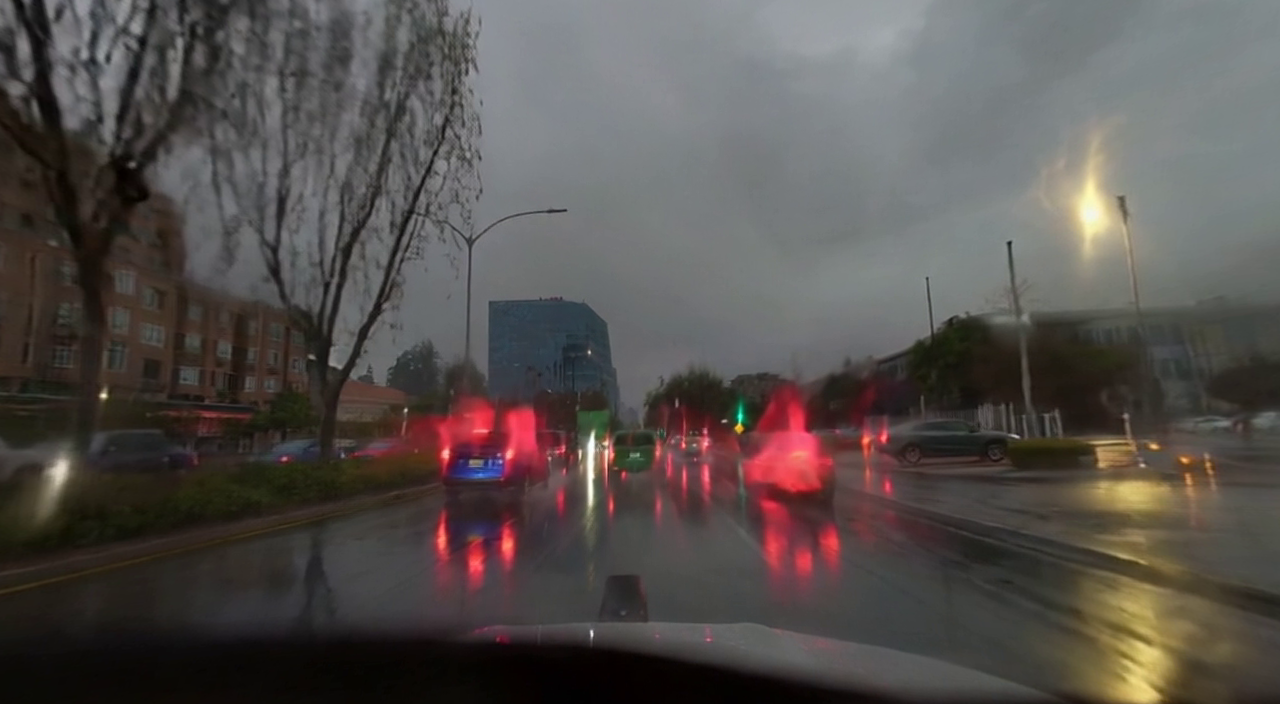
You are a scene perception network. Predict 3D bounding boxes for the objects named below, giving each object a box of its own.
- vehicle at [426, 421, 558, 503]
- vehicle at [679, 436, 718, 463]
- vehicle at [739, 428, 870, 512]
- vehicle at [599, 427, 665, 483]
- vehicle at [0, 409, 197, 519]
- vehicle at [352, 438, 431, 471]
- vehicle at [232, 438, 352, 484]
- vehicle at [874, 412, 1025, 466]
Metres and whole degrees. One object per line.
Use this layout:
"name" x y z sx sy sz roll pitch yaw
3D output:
"vehicle" -3.399 2.634 15.428 2.047 1.710 4.314 0 -8 2
"vehicle" 3.352 5.678 36.671 1.948 1.475 4.093 0 -8 0
"vehicle" 3.411 2.516 13.824 1.847 1.554 3.885 0 -8 1
"vehicle" -0.201 3.483 21.484 2.022 1.700 4.084 0 -8 1
"vehicle" -12.292 2.243 12.861 2.245 1.908 5.613 0 -8 1
"vehicle" -12.180 5.055 31.136 1.924 1.511 4.640 0 -8 1
"vehicle" -12.380 3.889 22.712 1.843 1.509 4.301 0 -8 1
"vehicle" 12.420 3.544 25.460 4.991 1.978 2.090 -8 -12 43
